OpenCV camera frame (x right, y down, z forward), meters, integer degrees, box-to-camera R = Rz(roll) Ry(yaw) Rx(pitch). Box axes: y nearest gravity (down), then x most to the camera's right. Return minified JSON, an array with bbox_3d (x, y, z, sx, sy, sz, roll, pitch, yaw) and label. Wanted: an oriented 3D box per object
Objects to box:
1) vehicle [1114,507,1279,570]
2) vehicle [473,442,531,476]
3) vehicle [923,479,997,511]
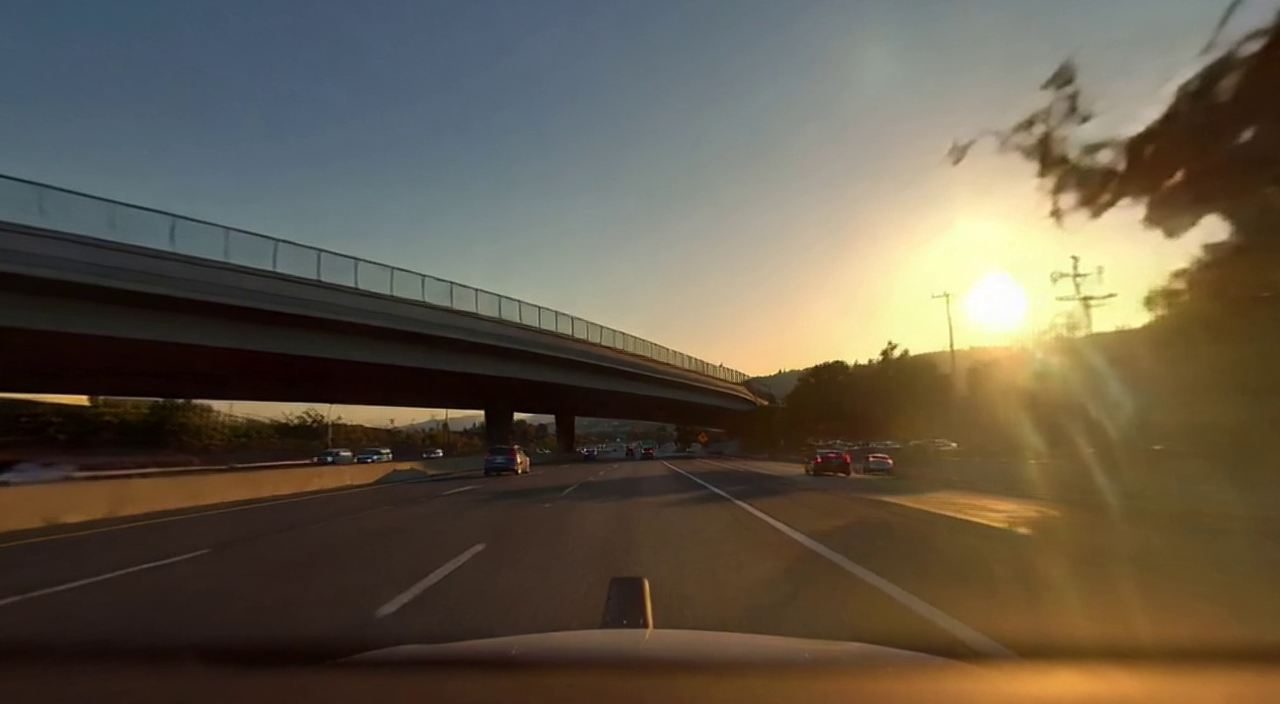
[{"bbox_3d":[21.331,7.081,24.384,2.008,1.658,4.776,0,-9,-5],"label":"vehicle"},{"bbox_3d":[-7.300,5.692,33.745,2.088,1.678,4.426,-1,-9,0],"label":"vehicle"},{"bbox_3d":[19.981,8.910,39.604,1.875,1.610,4.265,1,-9,-9],"label":"vehicle"}]
